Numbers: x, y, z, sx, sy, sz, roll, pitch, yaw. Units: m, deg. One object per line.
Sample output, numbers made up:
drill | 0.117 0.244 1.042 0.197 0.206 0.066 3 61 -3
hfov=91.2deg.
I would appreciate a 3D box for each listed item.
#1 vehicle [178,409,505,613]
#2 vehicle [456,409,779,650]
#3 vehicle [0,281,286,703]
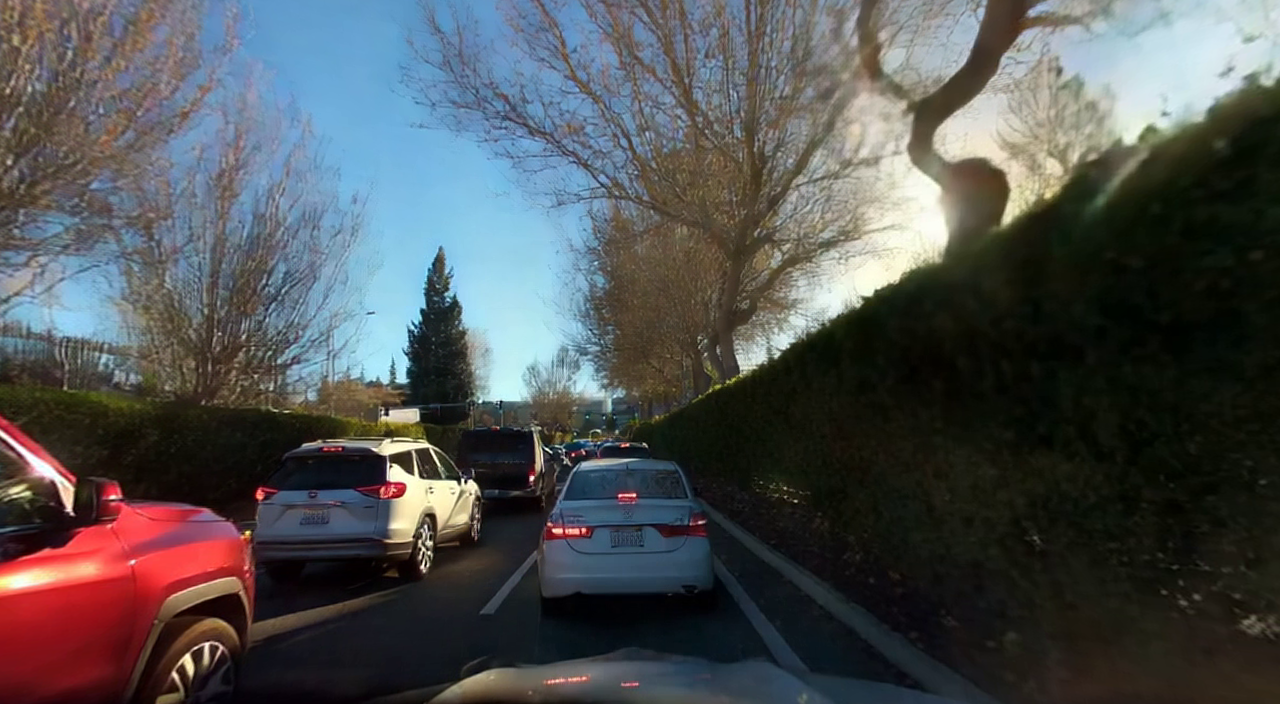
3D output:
vehicle | -3.408 1.855 8.320 2.256 1.728 4.421 -6 -8 -2
vehicle | -0.174 1.503 6.276 2.154 1.581 4.007 0 -9 -1
vehicle | -3.287 0.671 1.259 2.205 1.913 5.327 -6 -8 -2
